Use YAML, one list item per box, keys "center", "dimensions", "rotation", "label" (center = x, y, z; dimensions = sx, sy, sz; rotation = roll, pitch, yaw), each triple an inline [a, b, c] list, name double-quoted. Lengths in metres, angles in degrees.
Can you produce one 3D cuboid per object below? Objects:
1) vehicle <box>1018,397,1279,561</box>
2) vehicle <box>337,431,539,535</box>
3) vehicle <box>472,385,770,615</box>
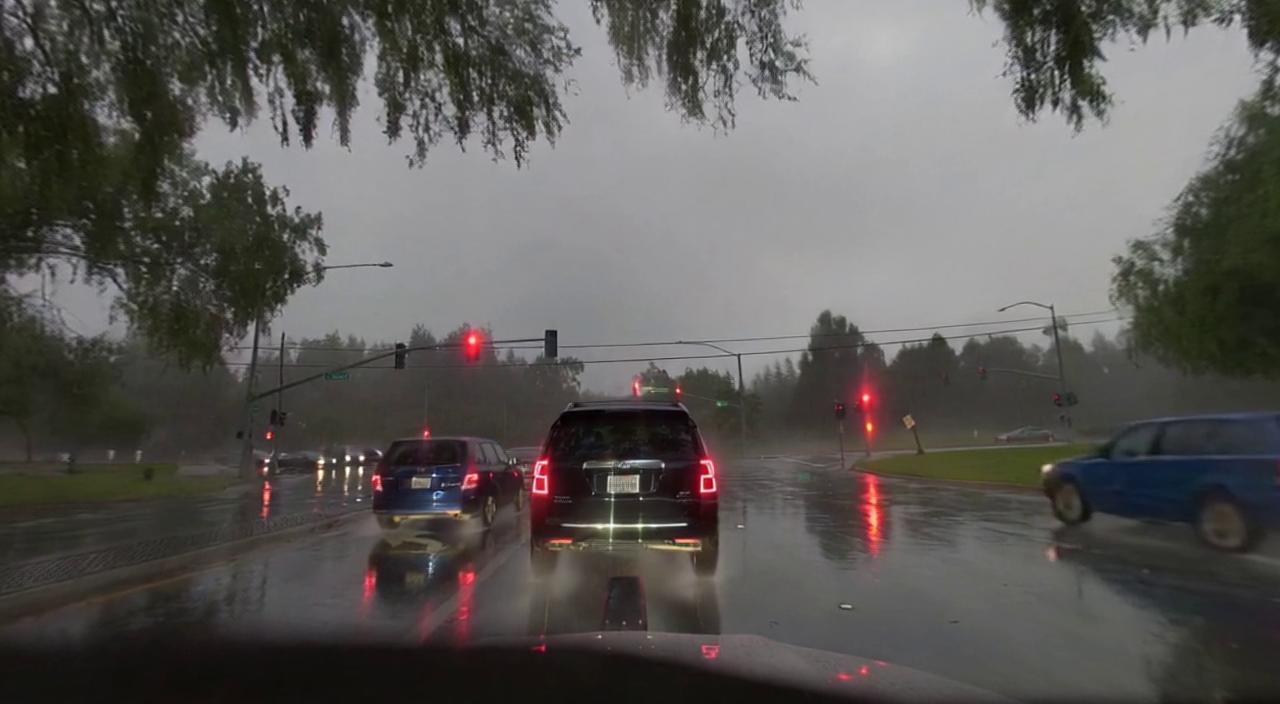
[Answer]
- center: [7.981, 1.696, 9.050]
  dimensions: [2.166, 1.761, 4.692]
  rotation: [0, -8, 0]
  label: "vehicle"
- center: [-3.367, 2.293, 11.837]
  dimensions: [2.061, 1.504, 5.142]
  rotation: [0, -8, 0]
  label: "vehicle"
- center: [-0.157, 1.450, 7.050]
  dimensions: [2.298, 1.770, 4.138]
  rotation: [0, -8, 0]
  label: "vehicle"
